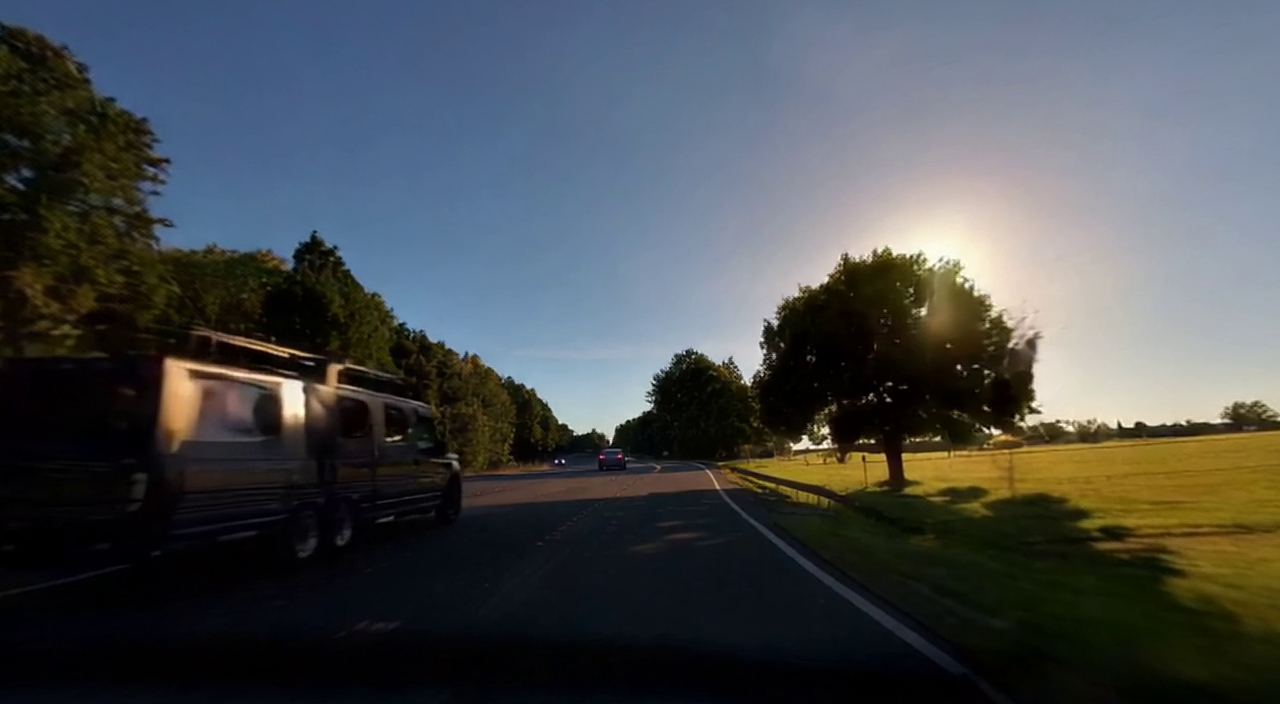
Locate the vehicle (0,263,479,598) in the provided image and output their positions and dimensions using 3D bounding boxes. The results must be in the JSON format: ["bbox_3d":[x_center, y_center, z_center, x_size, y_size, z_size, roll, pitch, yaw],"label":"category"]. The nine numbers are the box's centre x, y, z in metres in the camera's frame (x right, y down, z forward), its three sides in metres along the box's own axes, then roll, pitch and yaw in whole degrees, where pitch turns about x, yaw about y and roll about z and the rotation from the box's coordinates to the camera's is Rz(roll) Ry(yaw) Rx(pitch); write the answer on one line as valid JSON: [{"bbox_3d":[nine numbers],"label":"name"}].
[{"bbox_3d":[-5.398,1.332,10.228,2.757,3.370,7.606,-1,-9,6],"label":"vehicle"}]

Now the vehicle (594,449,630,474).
[{"bbox_3d":[-1.962,7.812,44.943,2.106,1.679,3.908,-1,-9,5],"label":"vehicle"}]
